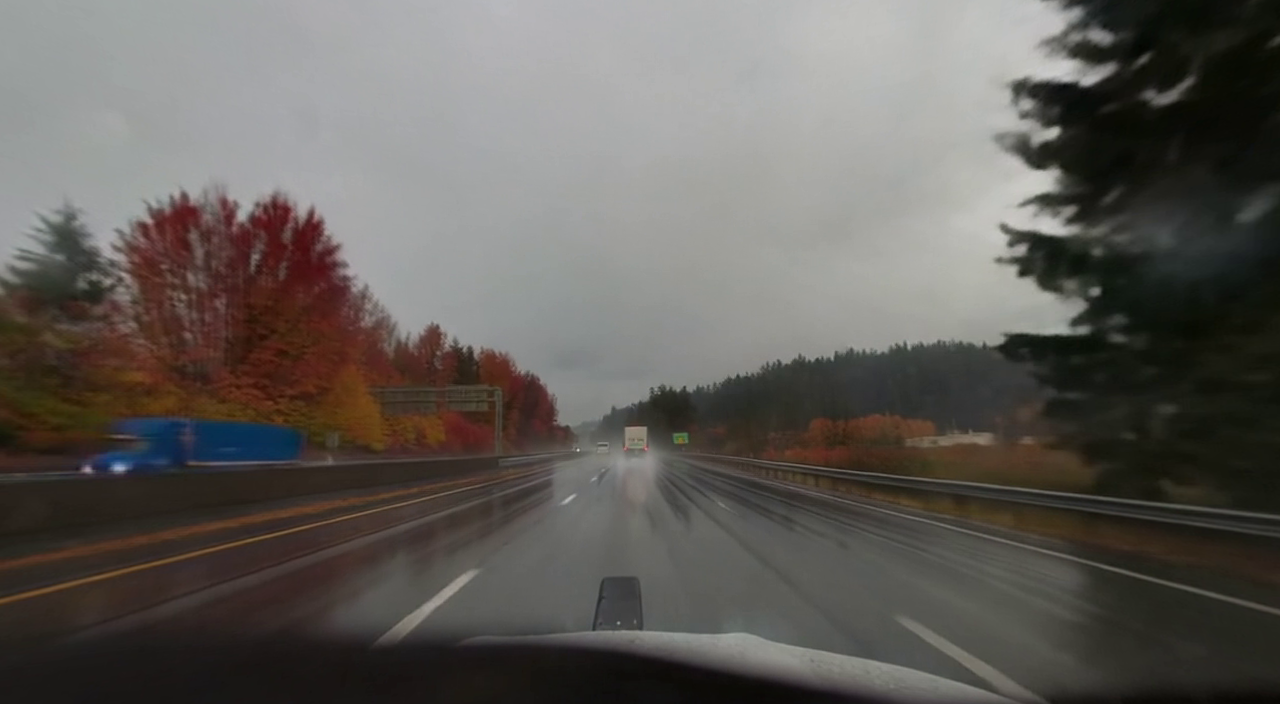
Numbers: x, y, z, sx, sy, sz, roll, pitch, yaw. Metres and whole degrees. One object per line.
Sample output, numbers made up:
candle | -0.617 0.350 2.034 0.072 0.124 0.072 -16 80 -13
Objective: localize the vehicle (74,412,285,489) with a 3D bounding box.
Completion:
vehicle | -28.206 6.277 40.046 2.903 3.942 14.419 0 -9 -1
